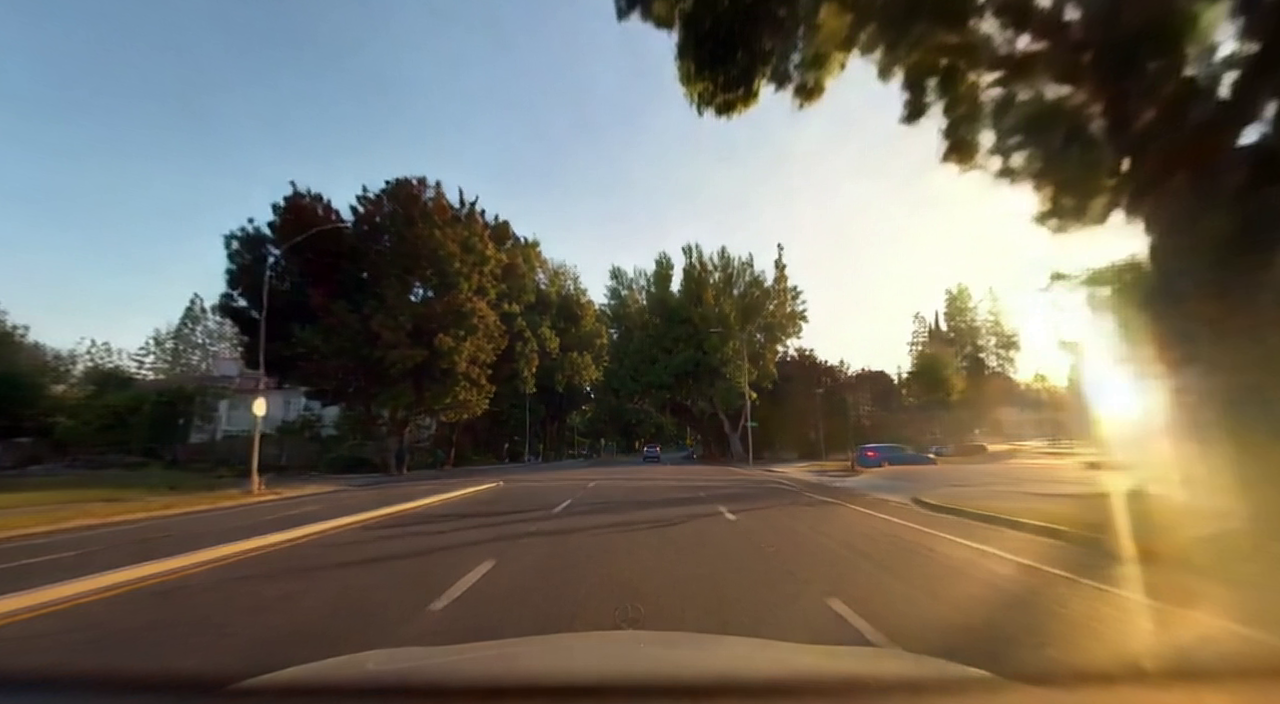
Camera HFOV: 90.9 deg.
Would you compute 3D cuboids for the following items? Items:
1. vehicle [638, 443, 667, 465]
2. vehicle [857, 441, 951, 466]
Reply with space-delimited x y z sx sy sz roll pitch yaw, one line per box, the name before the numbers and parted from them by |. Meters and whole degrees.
vehicle | 0.961 7.915 49.042 2.200 1.653 4.127 0 -8 1
vehicle | 16.124 6.199 38.681 4.824 1.462 1.974 0 -8 -1
